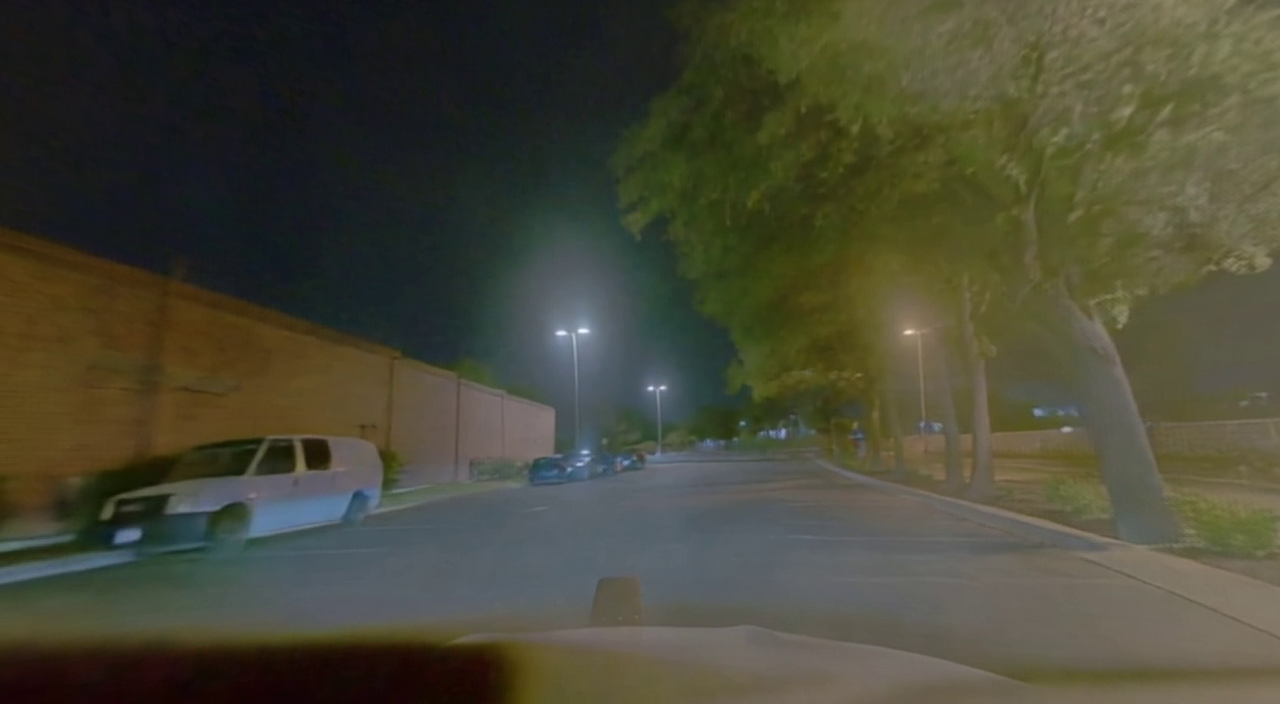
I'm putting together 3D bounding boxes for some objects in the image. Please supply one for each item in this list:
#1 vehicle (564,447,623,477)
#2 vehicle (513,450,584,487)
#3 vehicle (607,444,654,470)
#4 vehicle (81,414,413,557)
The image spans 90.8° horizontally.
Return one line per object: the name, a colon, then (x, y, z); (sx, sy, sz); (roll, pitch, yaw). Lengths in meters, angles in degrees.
vehicle: (-2.474, 5.969, 34.576); (2.038, 1.525, 4.383); (-2, -9, 12)
vehicle: (-4.038, 5.221, 28.530); (1.938, 1.191, 3.630); (-8, -8, 11)
vehicle: (-0.581, 7.392, 44.862); (2.360, 1.741, 4.912); (-2, -9, 11)
vehicle: (-7.262, 2.495, 12.766); (2.433, 2.193, 5.547); (-2, -9, 11)
